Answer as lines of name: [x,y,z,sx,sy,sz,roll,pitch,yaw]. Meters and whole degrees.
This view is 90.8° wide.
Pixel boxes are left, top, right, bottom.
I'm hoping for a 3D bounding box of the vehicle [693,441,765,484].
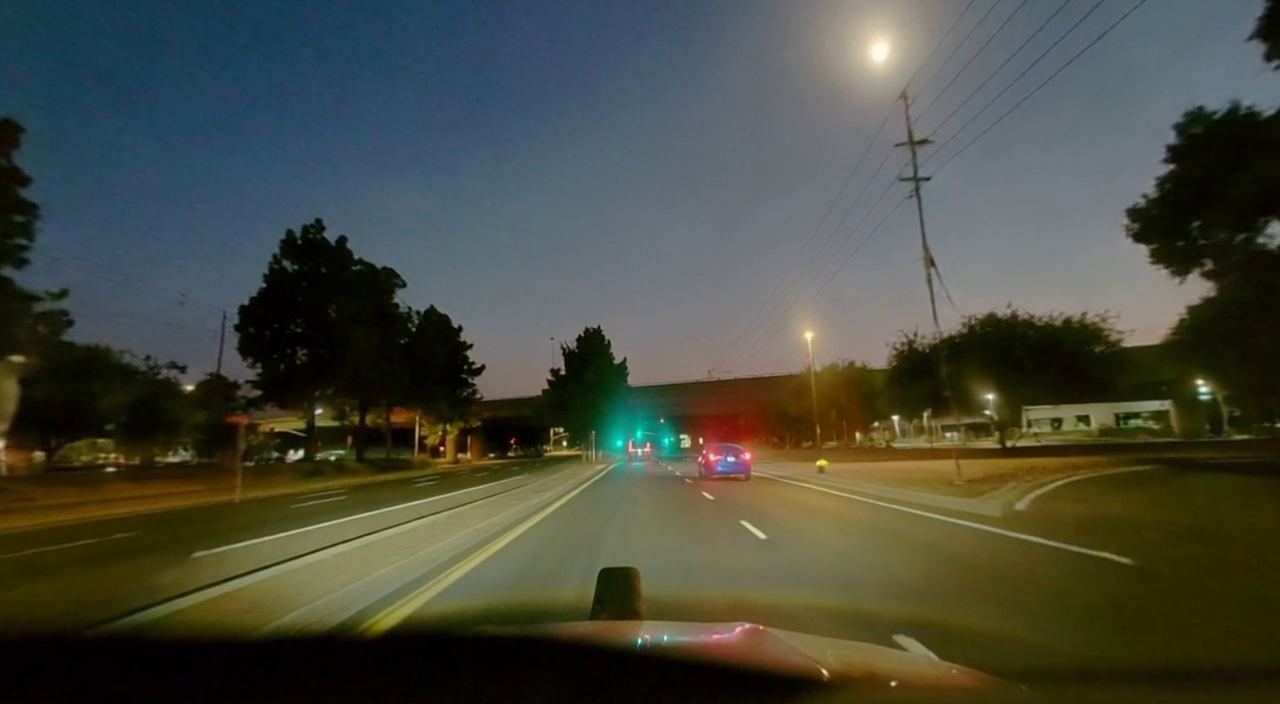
vehicle: [3.309,4.217,24.428,2.062,1.484,4.332,0,-8,-1]
